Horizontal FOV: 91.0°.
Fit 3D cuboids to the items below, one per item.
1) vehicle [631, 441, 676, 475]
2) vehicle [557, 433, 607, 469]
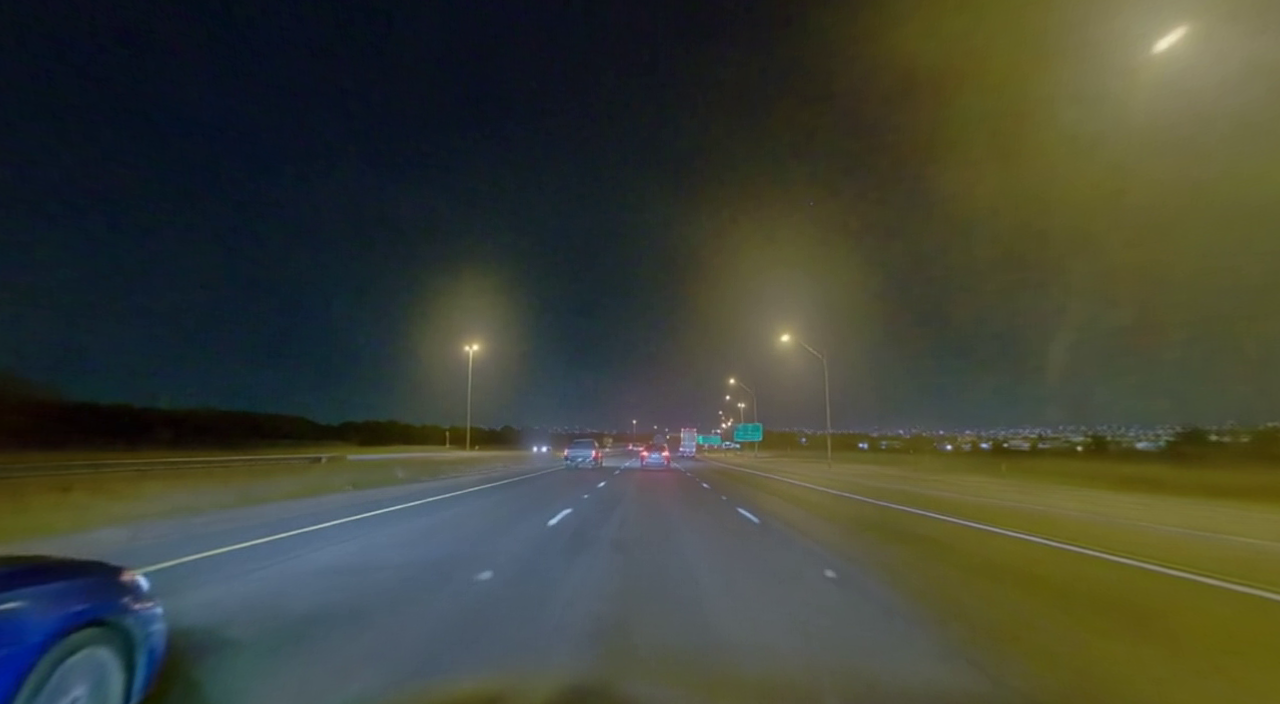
[{"bbox_3d":[0.670,5.251,31.428,2.086,1.548,4.325,0,-9,1],"label":"vehicle"},{"bbox_3d":[-3.264,5.708,36.422,2.264,1.901,4.647,0,-9,2],"label":"vehicle"}]
